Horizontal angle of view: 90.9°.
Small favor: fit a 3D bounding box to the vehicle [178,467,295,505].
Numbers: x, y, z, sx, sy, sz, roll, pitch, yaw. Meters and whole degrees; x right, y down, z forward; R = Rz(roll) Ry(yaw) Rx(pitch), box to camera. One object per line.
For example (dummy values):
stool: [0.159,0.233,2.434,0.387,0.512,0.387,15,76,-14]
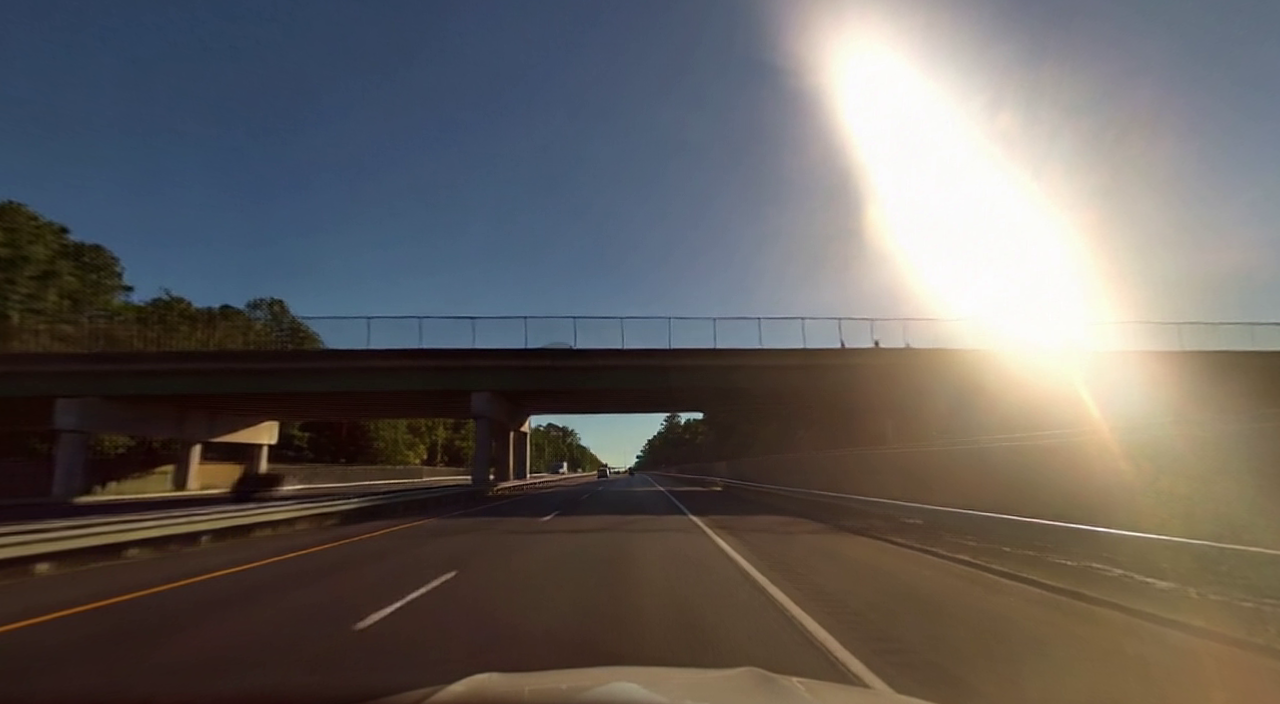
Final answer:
vehicle: [-16.722,5.554,26.413,1.870,1.436,4.499,1,-10,1]
